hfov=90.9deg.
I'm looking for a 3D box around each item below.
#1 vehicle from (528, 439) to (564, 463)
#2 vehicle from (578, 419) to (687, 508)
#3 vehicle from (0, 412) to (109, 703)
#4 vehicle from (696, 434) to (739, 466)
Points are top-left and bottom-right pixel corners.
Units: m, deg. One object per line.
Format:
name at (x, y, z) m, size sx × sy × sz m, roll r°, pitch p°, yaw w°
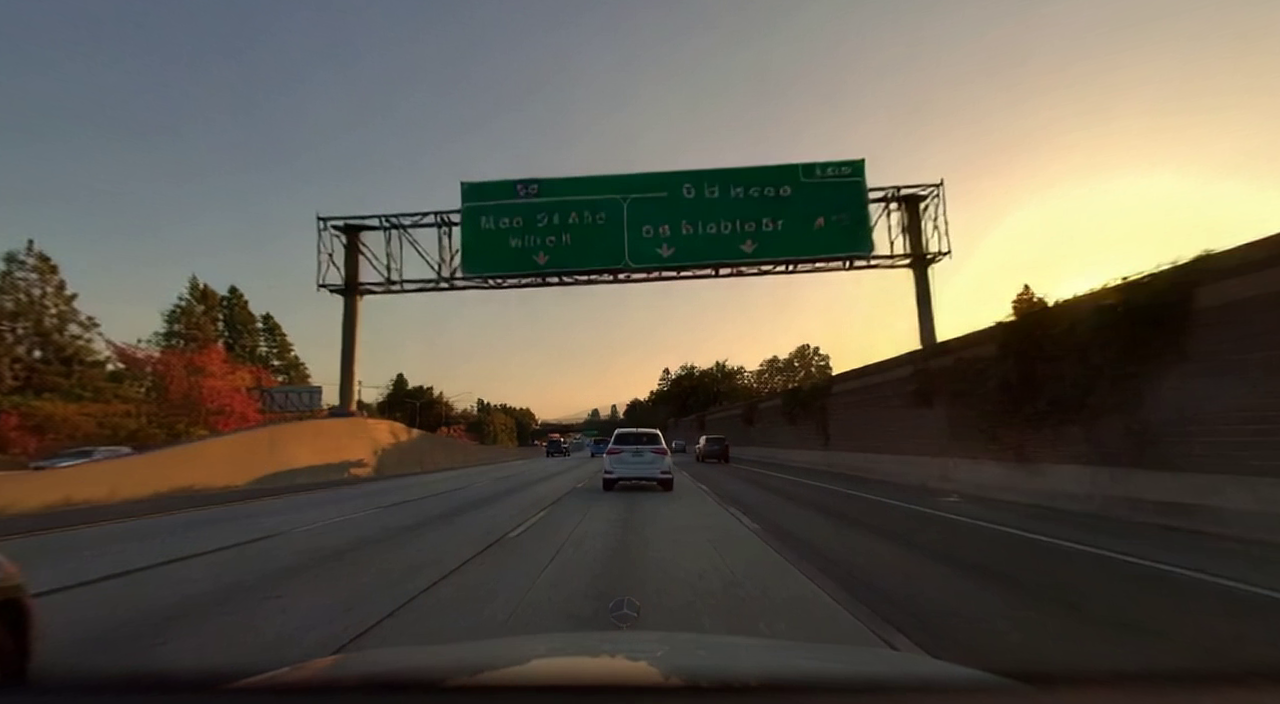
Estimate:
vehicle at (-7.040, 7.442, 47.625) m, size 2.024 × 1.706 × 4.249 m, roll 0°, pitch -9°, yaw 1°
vehicle at (-0.141, 2.595, 15.061) m, size 2.233 × 1.804 × 4.273 m, roll 0°, pitch -9°, yaw 0°
vehicle at (-3.773, 0.747, 1.146) m, size 1.967 × 1.442 × 4.143 m, roll 0°, pitch -9°, yaw 0°
vehicle at (4.742, 6.052, 39.129) m, size 2.017 × 1.847 × 4.299 m, roll 0°, pitch -9°, yaw -1°
